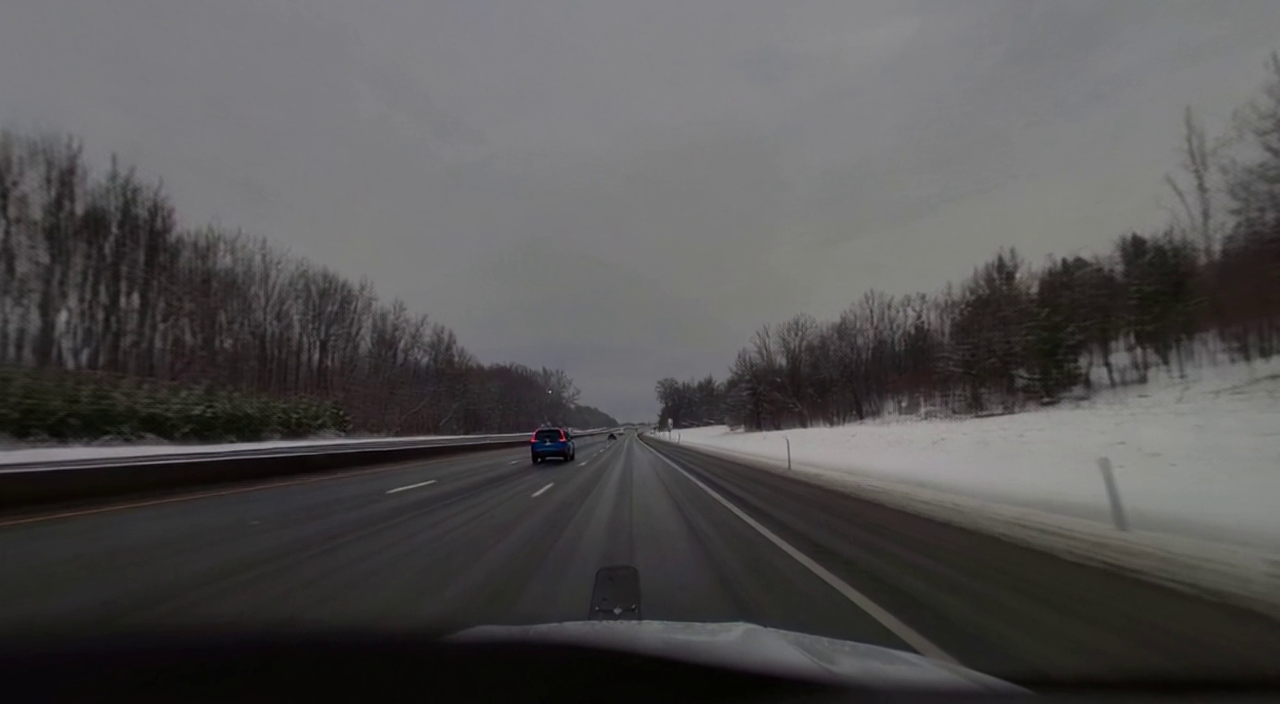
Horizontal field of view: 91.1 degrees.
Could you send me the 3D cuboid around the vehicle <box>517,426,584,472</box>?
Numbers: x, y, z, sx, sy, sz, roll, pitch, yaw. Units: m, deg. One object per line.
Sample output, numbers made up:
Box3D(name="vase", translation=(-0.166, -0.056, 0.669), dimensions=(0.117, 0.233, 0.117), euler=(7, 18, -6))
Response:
Box3D(name="vehicle", translation=(-3.511, 3.883, 25.491), dimensions=(2.057, 1.666, 4.552), euler=(0, -8, 0))
